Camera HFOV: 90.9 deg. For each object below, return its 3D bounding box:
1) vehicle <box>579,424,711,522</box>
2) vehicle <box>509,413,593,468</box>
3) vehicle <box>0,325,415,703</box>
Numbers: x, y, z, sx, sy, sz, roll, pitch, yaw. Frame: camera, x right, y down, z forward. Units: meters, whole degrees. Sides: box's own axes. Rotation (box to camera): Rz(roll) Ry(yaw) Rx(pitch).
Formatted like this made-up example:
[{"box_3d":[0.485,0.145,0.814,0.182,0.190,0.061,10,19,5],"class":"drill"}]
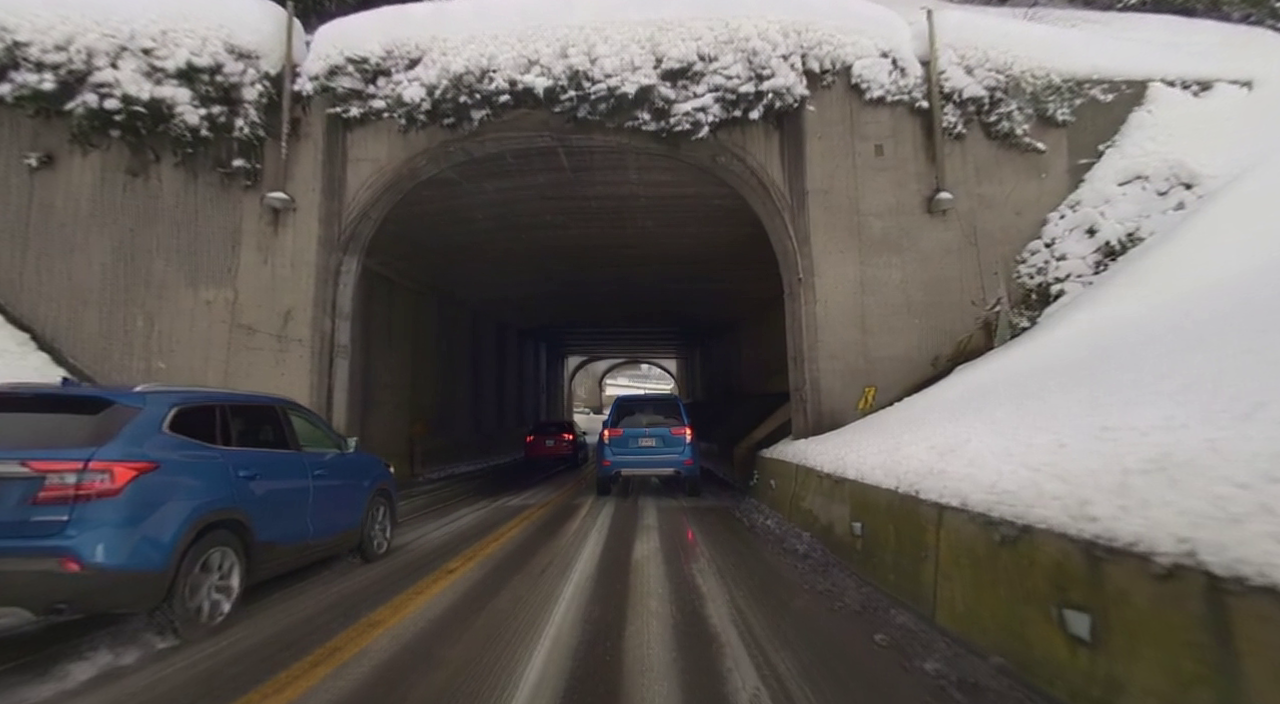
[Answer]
[{"box_3d":[0.041,2.159,11.759,2.020,1.478,4.092,0,-8,-1],"class":"vehicle"},{"box_3d":[-3.394,3.602,25.456,2.329,1.948,5.800,0,-8,2],"class":"vehicle"},{"box_3d":[-3.568,1.093,4.718,2.017,1.761,4.572,0,-8,1],"class":"vehicle"}]
